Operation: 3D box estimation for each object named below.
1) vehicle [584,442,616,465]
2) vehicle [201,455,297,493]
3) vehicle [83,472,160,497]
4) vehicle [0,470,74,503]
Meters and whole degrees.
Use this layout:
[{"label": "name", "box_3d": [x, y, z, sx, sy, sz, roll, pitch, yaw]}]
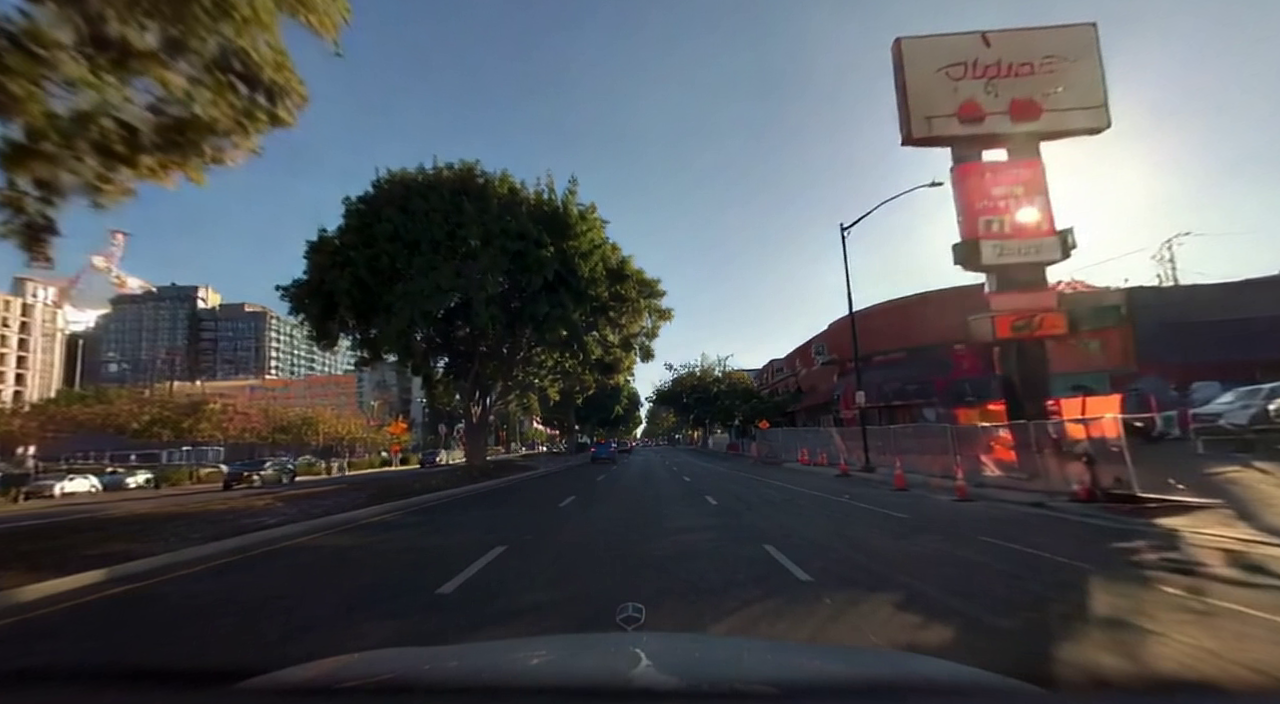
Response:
[{"label": "vehicle", "box_3d": [-2.683, 6.929, 43.255, 1.926, 1.442, 4.231, 0, -8, 0]}, {"label": "vehicle", "box_3d": [-21.879, 6.821, 35.542, 2.262, 1.703, 4.728, -5, -9, 3]}, {"label": "vehicle", "box_3d": [-32.991, 8.412, 40.129, 3.576, 1.407, 1.583, -1, -8, 3]}, {"label": "vehicle", "box_3d": [-33.373, 7.190, 33.461, 4.764, 1.448, 1.876, -3, -8, -3]}]
